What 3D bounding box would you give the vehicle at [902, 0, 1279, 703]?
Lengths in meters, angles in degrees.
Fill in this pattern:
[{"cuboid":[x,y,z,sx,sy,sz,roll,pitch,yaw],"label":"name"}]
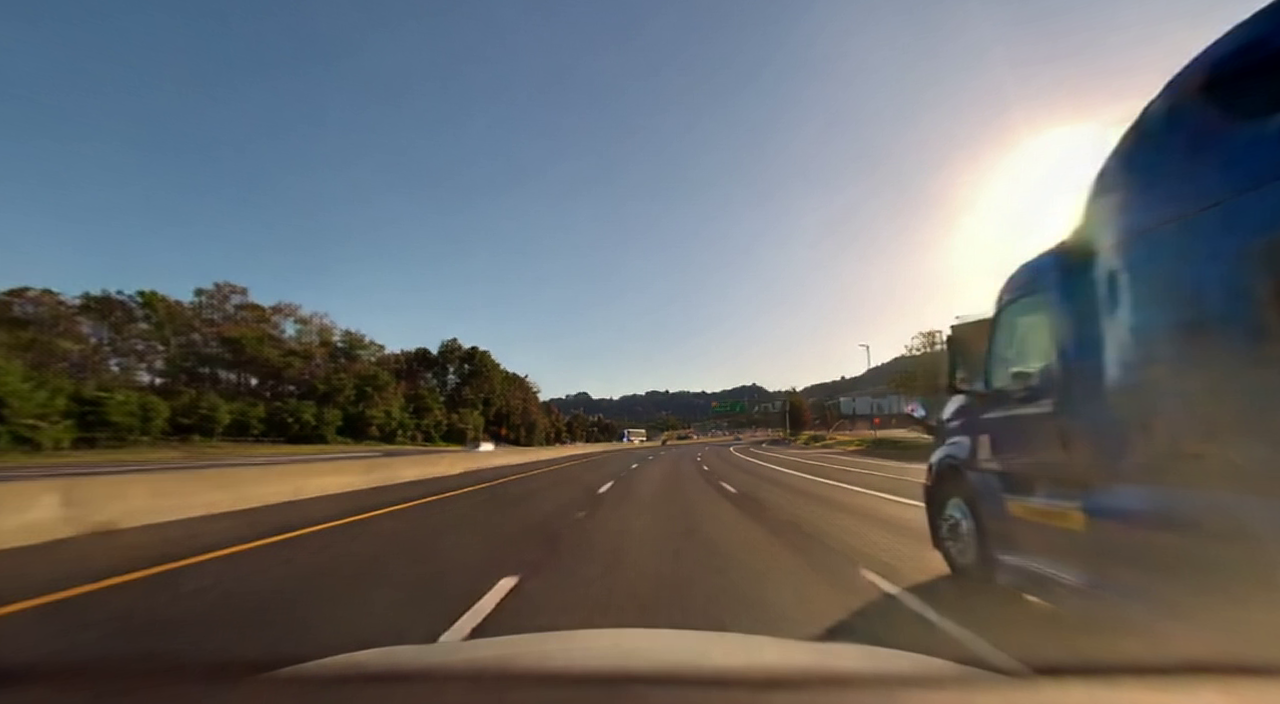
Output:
[{"cuboid":[4.493,-0.245,2.731,2.997,3.915,8.330,0,-8,0],"label":"vehicle"}]
